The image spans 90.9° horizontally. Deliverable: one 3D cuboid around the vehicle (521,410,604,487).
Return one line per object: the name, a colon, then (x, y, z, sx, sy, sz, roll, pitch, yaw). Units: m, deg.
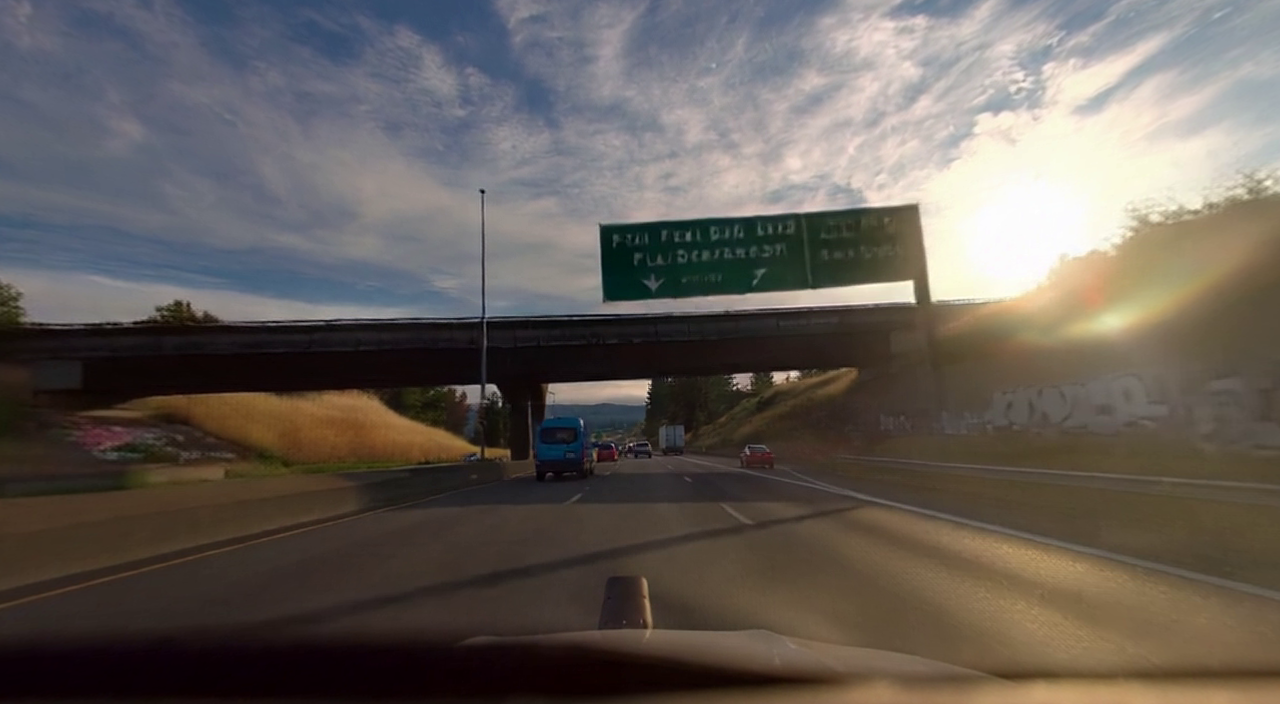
vehicle: (-2.860, 3.800, 24.831, 2.451, 2.627, 5.868, 0, -9, 1)

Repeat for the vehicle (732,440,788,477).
vehicle: (5.764, 5.180, 30.719, 1.936, 1.664, 4.198, 0, -9, 1)
